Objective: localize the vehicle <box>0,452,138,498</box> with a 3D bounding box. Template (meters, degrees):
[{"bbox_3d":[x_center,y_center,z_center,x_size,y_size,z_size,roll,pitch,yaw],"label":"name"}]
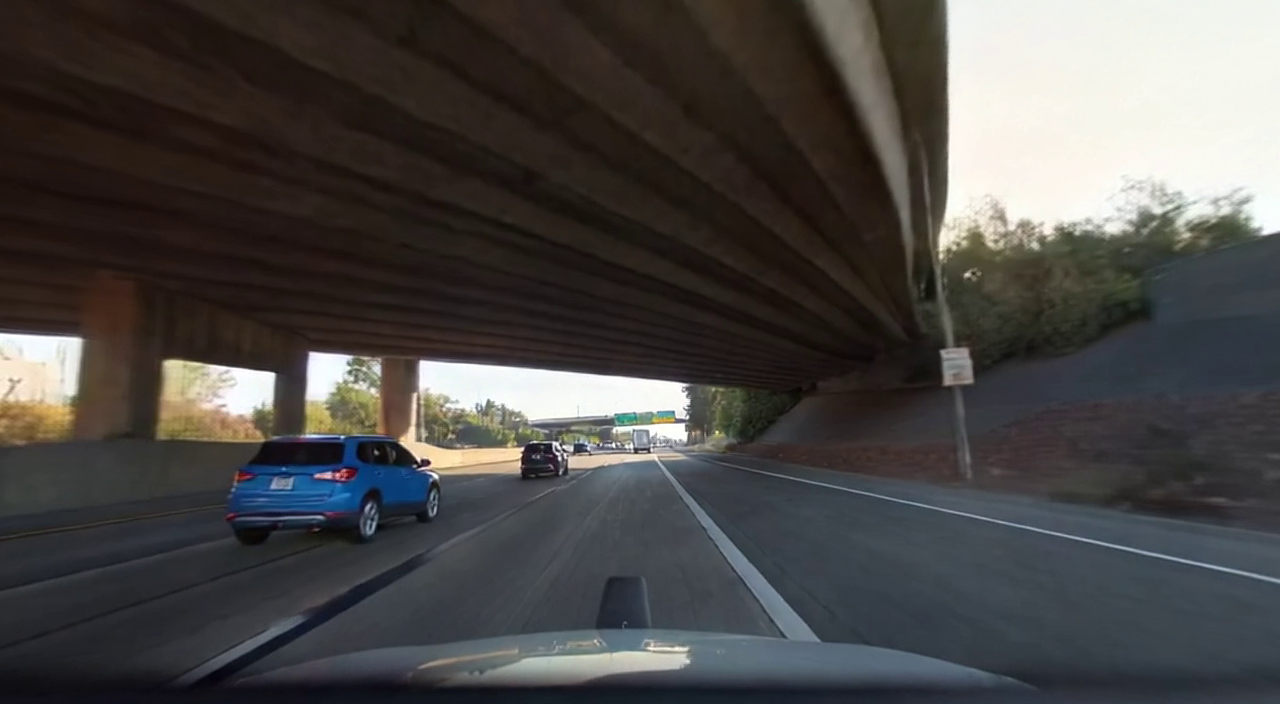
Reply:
[{"bbox_3d":[-20.470,4.280,22.231,1.848,1.427,4.202,0,-8,1],"label":"vehicle"}]

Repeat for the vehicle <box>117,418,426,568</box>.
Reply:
[{"bbox_3d":[-4.747,1.843,8.953,1.969,1.633,3.962,0,-8,0],"label":"vehicle"}]

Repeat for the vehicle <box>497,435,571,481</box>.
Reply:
[{"bbox_3d":[-4.164,4.239,25.364,2.154,1.693,4.394,0,-8,1],"label":"vehicle"}]
